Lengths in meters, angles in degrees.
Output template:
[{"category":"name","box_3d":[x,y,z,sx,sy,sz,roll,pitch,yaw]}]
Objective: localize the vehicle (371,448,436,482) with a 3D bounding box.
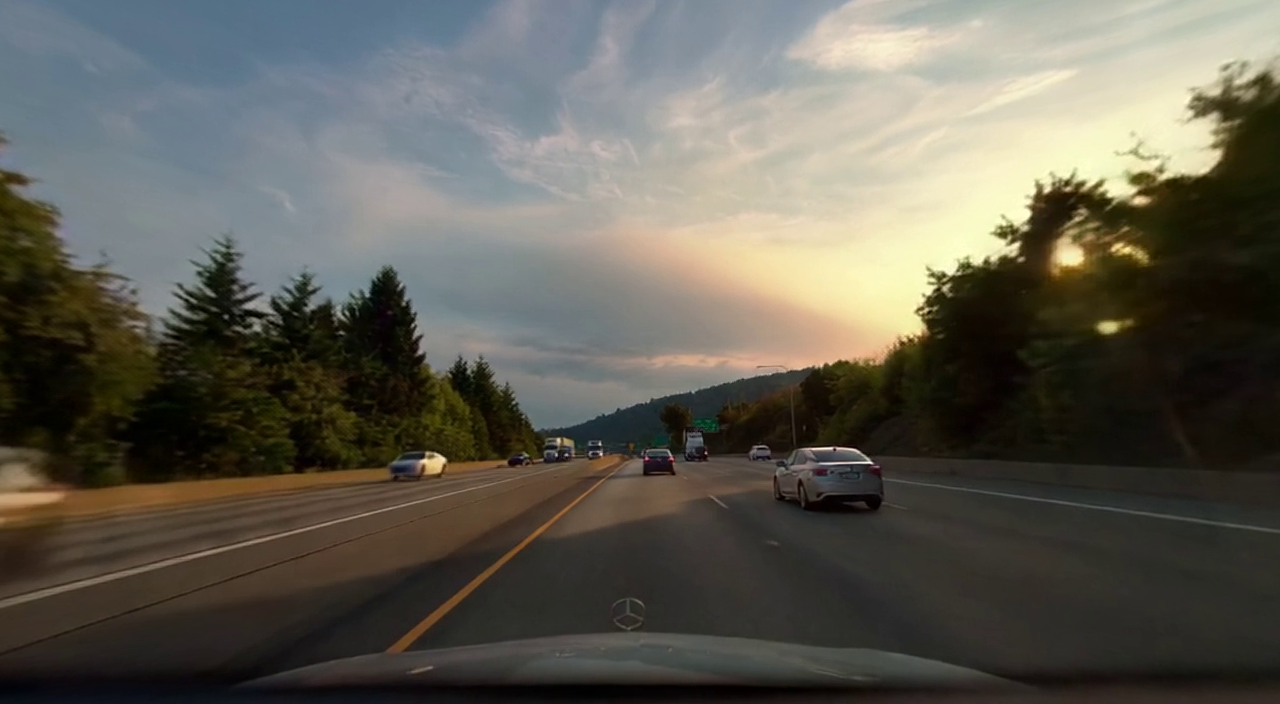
[{"category":"vehicle","box_3d":[-14.962,7.163,40.191,2.139,1.995,5.076,0,-9,1]}]

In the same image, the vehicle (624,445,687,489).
[{"category":"vehicle","box_3d":[0.554,4.333,24.102,2.177,1.520,4.278,0,-9,0]}]

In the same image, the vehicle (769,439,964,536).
[{"category":"vehicle","box_3d":[3.966,2.435,11.969,2.029,1.475,4.279,0,-9,-1]}]
